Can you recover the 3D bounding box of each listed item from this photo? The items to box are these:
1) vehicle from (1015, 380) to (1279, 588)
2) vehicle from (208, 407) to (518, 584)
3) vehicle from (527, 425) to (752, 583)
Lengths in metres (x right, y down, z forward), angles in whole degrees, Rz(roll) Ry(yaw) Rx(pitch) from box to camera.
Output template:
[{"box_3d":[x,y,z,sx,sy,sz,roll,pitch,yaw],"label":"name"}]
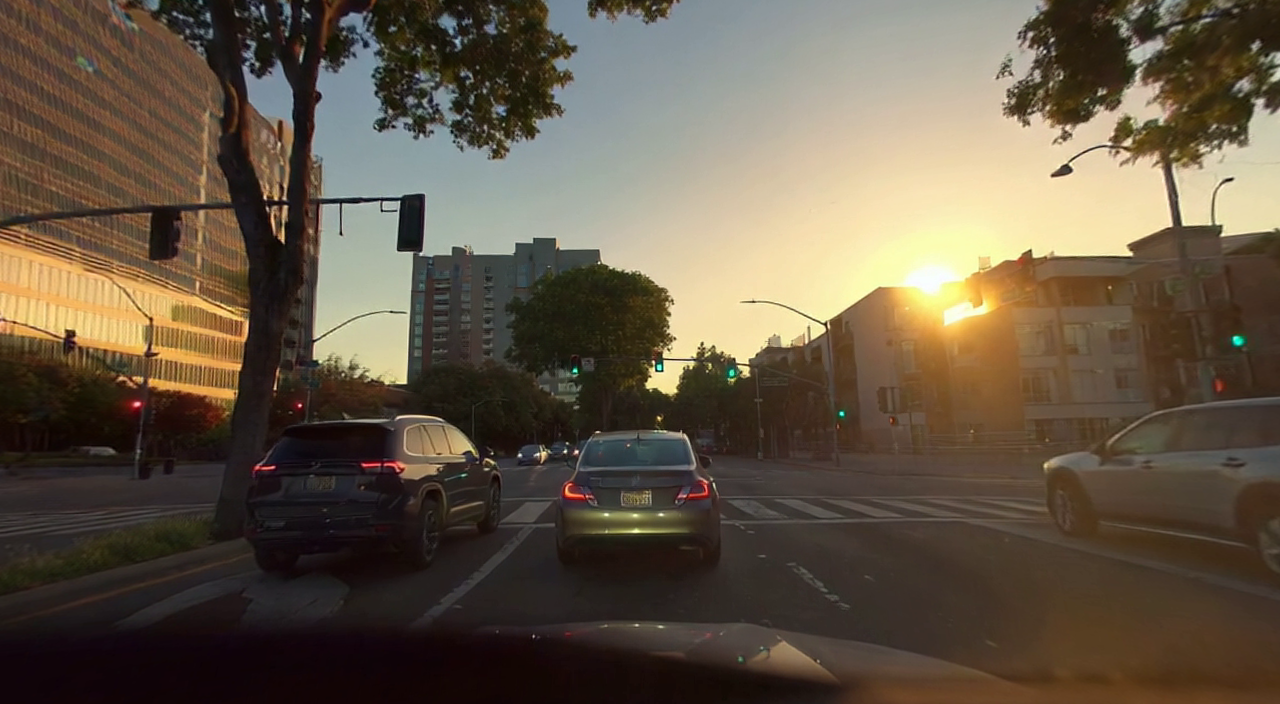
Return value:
[{"box_3d":[6.733,1.359,6.856,2.079,1.828,5.323,0,-8,1],"label":"vehicle"},{"box_3d":[-3.161,1.734,8.490,2.081,1.719,4.434,0,-8,1],"label":"vehicle"},{"box_3d":[0.010,1.777,8.176,2.190,1.522,3.850,0,-8,1],"label":"vehicle"}]
